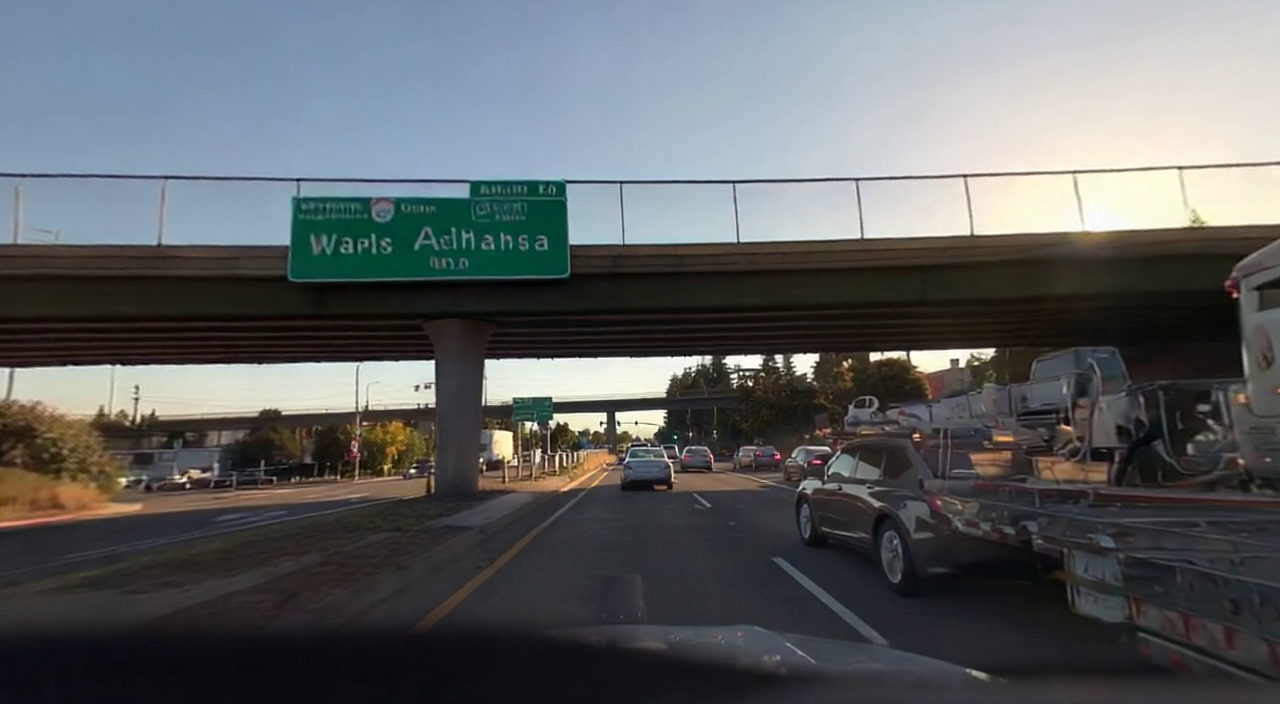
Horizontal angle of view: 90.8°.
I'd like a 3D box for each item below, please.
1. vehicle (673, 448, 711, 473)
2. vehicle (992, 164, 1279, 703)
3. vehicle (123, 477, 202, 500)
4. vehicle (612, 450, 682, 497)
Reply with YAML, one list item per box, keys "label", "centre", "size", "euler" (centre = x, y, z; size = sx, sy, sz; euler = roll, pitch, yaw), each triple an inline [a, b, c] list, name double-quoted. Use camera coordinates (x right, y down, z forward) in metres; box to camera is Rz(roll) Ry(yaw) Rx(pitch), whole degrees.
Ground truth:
- label: "vehicle"
  centre: [3.158, 6.735, 39.330]
  size: [1.962, 1.431, 4.205]
  euler: [0, -9, -1]
- label: "vehicle"
  centre: [3.301, 0.438, 1.037]
  size: [2.588, 2.321, 4.927]
  euler: [0, -9, 1]
- label: "vehicle"
  centre: [-32.778, 9.358, 43.413]
  size: [3.907, 1.435, 1.765]
  euler: [0, -9, -2]
- label: "vehicle"
  centre: [0.189, 3.815, 20.244]
  size: [2.027, 1.341, 3.775]
  euler: [0, -8, 0]
